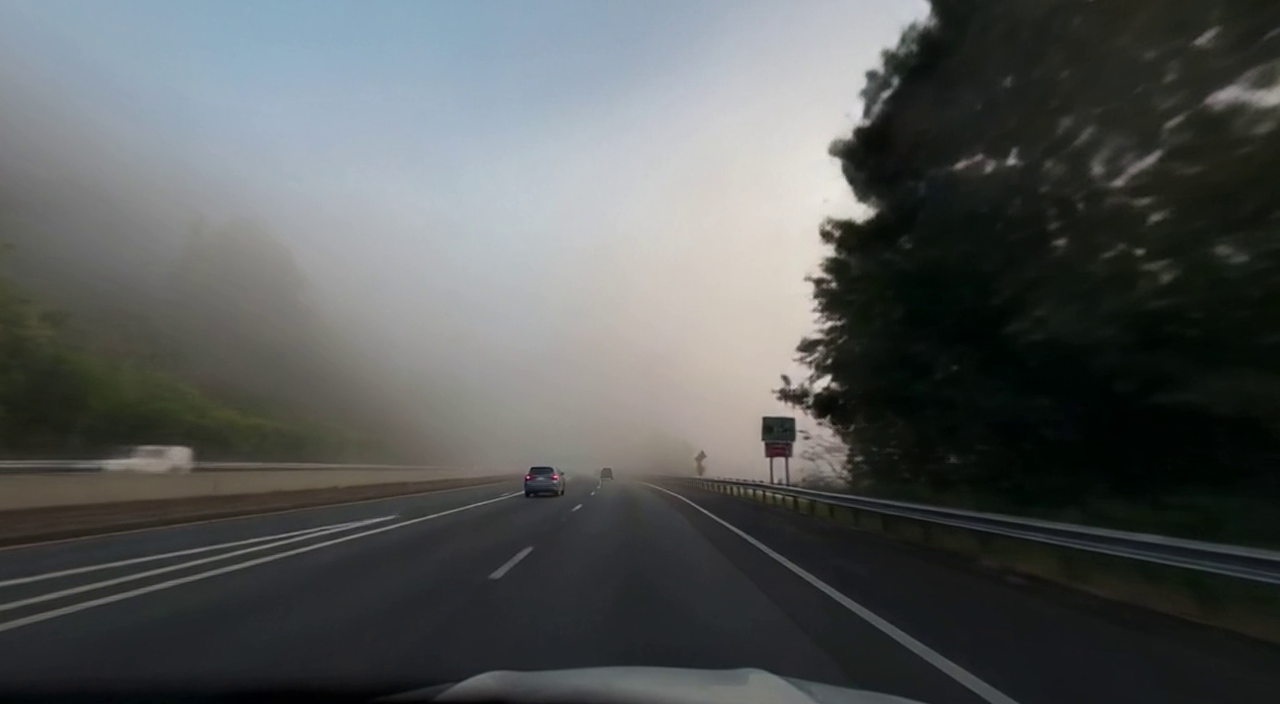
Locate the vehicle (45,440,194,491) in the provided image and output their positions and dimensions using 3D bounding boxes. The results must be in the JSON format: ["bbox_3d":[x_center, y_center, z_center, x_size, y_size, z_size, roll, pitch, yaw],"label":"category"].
[{"bbox_3d":[-21.481,4.755,26.356,2.076,1.899,4.861,1,-10,-1],"label":"vehicle"}]

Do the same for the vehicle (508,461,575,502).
[{"bbox_3d":[-4.046,5.441,26.736,2.115,1.546,4.638,1,-10,-1],"label":"vehicle"}]
